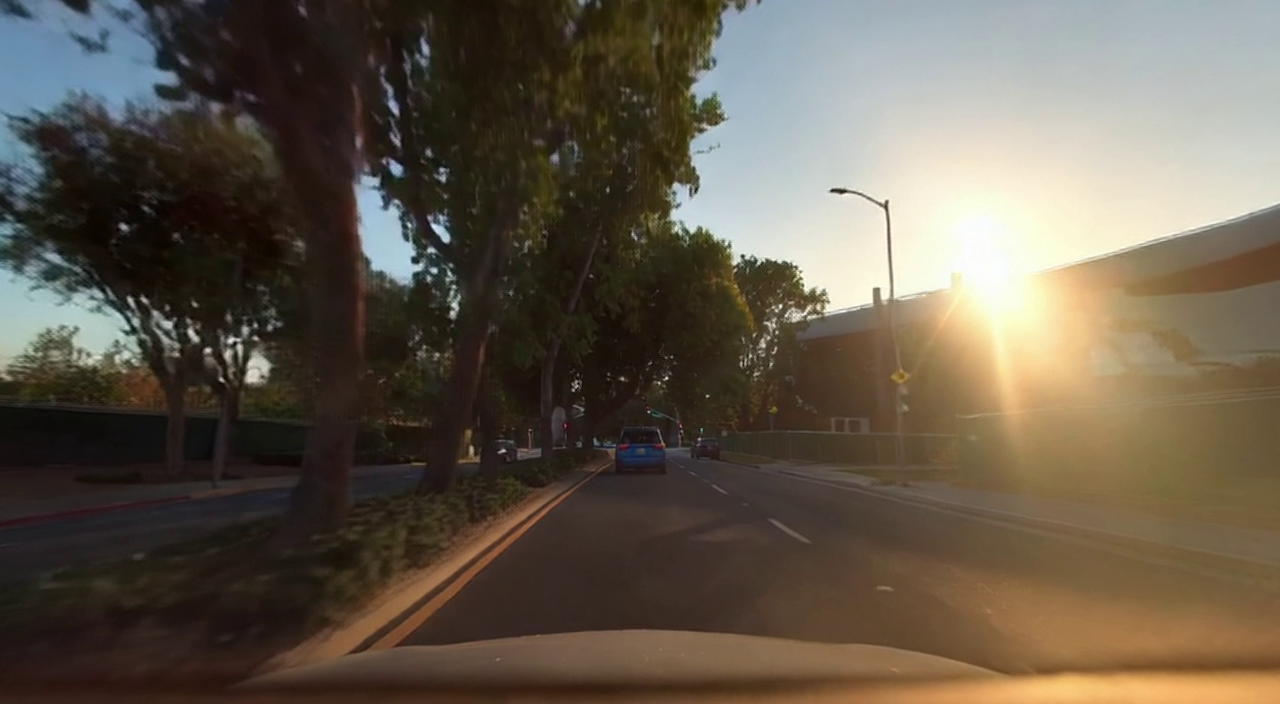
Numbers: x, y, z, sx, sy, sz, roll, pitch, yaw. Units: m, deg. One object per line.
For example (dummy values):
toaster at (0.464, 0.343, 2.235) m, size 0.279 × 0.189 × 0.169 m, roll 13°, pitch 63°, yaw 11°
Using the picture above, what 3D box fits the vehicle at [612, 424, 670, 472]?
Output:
vehicle at (0.073, 4.267, 28.140) m, size 2.386 × 1.947 × 4.168 m, roll 0°, pitch -8°, yaw 1°

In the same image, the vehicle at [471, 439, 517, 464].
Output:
vehicle at (-9.431, 6.455, 41.030) m, size 2.028 × 1.502 × 4.646 m, roll 0°, pitch -8°, yaw -2°

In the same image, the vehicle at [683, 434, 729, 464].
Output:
vehicle at (3.856, 5.802, 37.782) m, size 2.138 × 1.699 × 4.852 m, roll 0°, pitch -8°, yaw -1°
